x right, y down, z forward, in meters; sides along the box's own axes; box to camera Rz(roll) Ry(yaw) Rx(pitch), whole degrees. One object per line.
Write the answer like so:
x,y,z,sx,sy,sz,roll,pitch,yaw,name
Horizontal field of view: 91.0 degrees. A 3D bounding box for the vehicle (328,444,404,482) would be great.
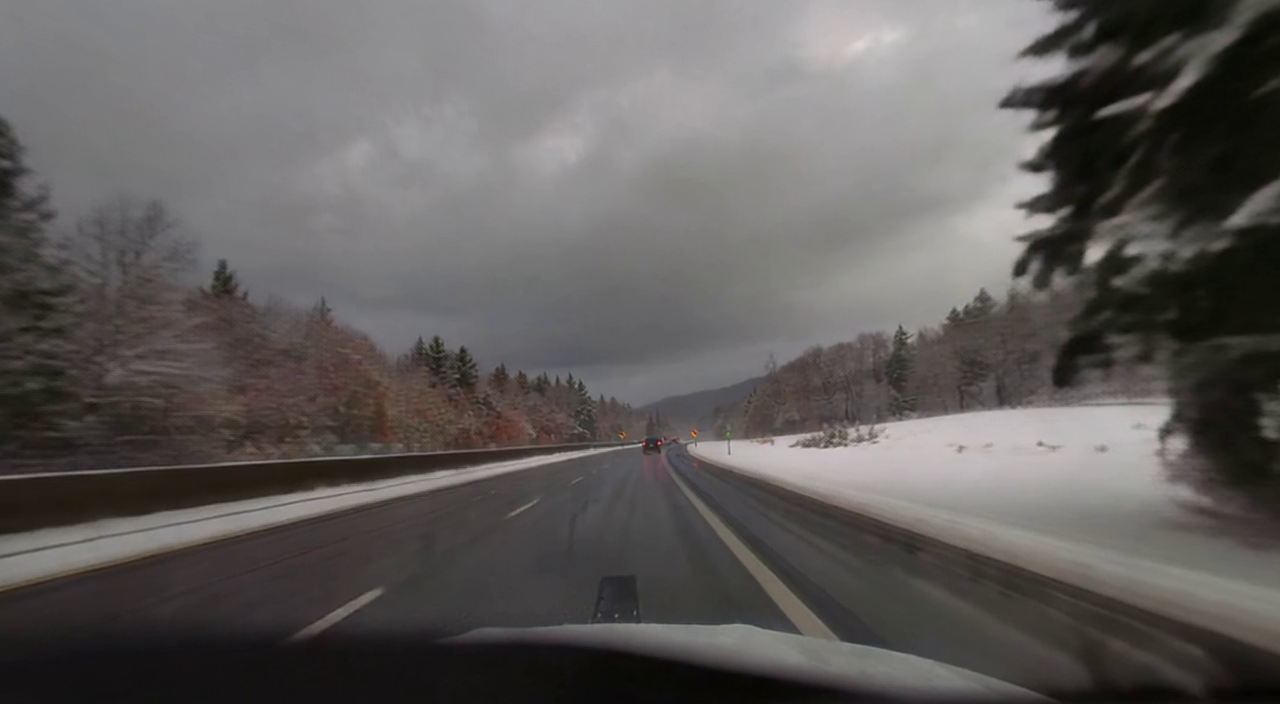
-13.996,5.654,32.446,1.820,1.755,4.457,-1,-8,1,vehicle
